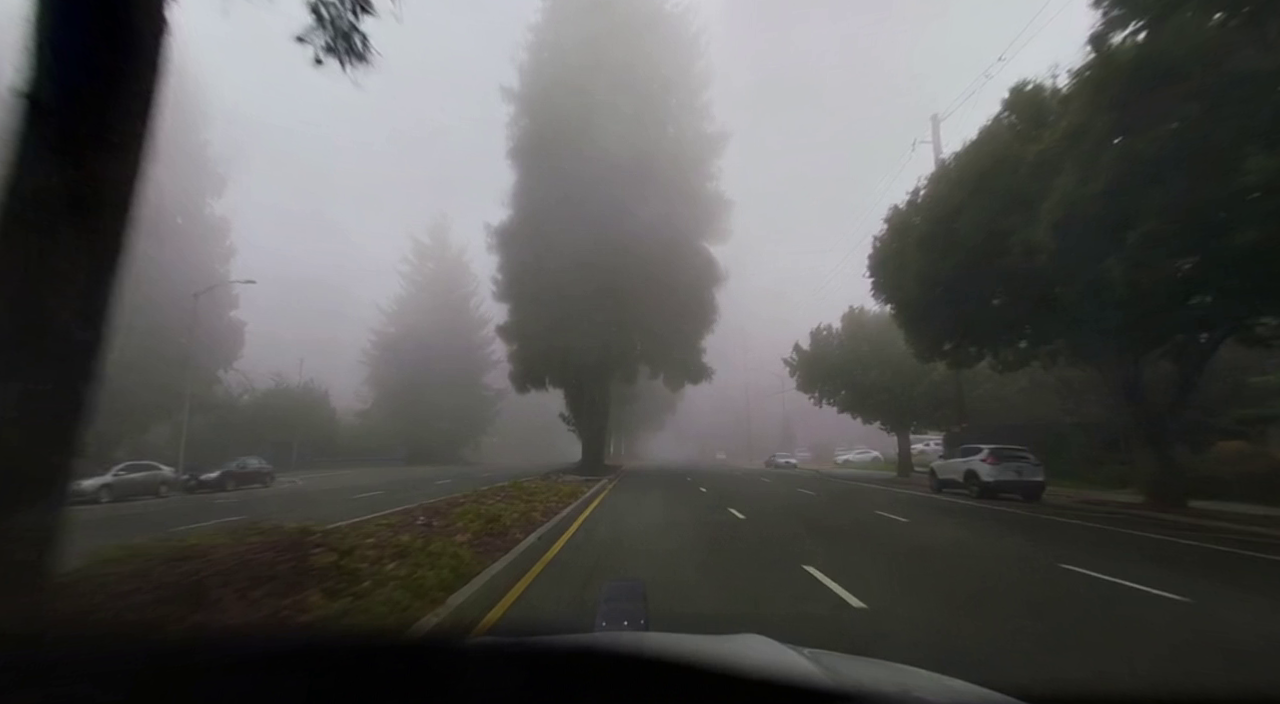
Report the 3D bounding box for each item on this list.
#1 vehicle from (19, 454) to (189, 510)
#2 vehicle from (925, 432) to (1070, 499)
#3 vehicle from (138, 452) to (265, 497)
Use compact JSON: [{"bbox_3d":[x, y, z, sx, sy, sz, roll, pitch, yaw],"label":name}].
[{"bbox_3d":[-18.766,4.518,22.431,1.873,1.680,4.641,0,-8,1],"label":"vehicle"},{"bbox_3d":[11.853,3.783,21.356,2.568,2.038,4.088,-1,-8,2],"label":"vehicle"},{"bbox_3d":[-18.824,5.236,27.367,2.006,1.615,4.647,2,-8,2],"label":"vehicle"}]
